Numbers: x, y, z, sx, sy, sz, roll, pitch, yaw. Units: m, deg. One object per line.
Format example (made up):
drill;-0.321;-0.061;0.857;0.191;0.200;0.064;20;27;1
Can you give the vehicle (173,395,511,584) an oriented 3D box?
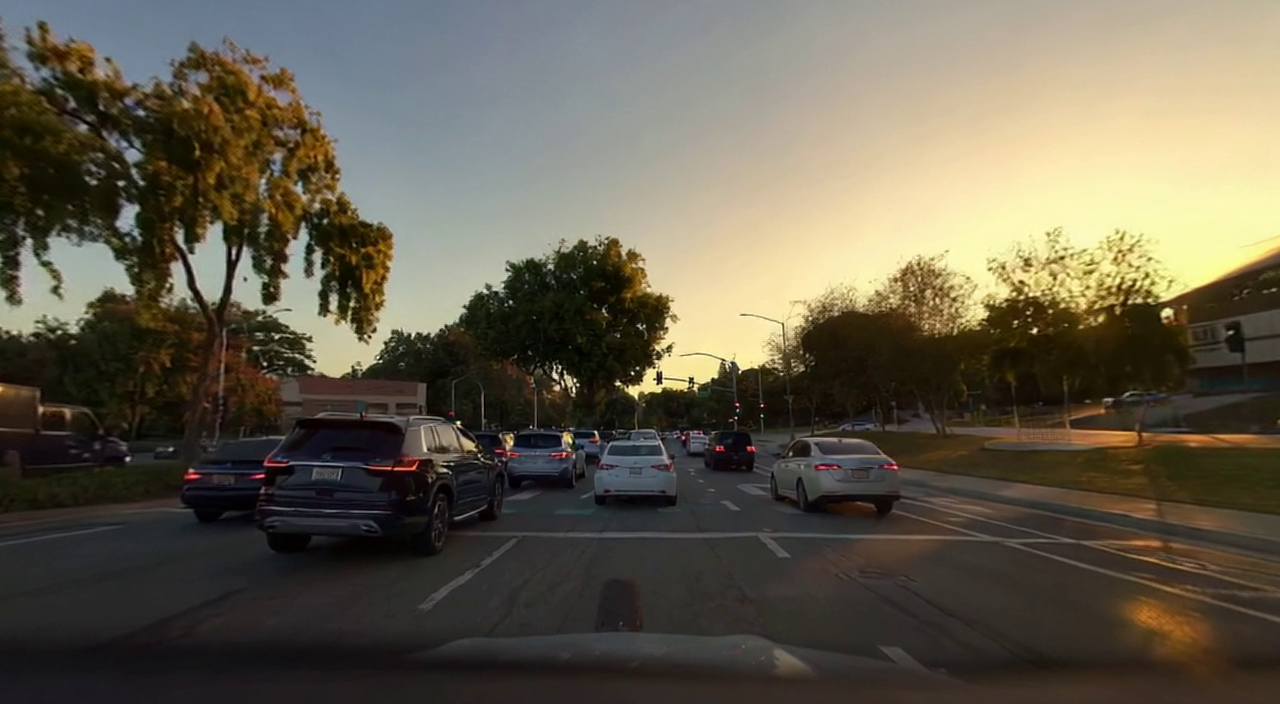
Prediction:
vehicle;-3.319;1.665;8.594;2.111;1.745;5.274;0;-8;-1

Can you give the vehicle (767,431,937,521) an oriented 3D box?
vehicle;3.903;2.347;12.496;1.884;1.463;4.195;0;-8;0

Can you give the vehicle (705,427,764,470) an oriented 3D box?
vehicle;4.320;4.500;29.605;2.099;1.845;4.363;0;-8;0

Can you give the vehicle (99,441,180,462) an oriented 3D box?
vehicle;-37.224;7.418;47.067;4.384;1.462;1.854;-1;-8;-1

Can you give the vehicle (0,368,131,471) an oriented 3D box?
vehicle;-27.938;2.634;24.894;3.181;4.189;14.107;-1;-8;5

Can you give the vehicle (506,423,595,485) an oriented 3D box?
vehicle;-2.884;3.428;21.441;2.218;1.829;4.492;-1;-8;2

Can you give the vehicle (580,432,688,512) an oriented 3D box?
vehicle;-0.099;2.566;14.067;2.030;1.477;4.330;0;-8;0
